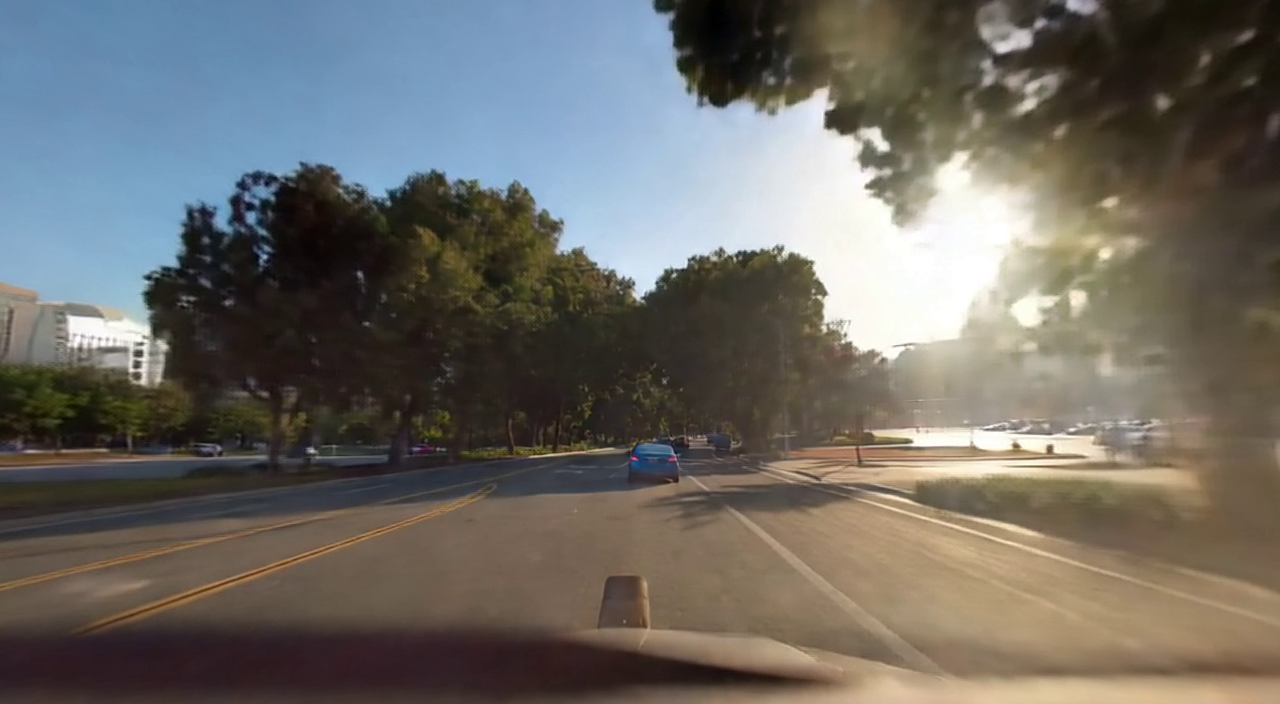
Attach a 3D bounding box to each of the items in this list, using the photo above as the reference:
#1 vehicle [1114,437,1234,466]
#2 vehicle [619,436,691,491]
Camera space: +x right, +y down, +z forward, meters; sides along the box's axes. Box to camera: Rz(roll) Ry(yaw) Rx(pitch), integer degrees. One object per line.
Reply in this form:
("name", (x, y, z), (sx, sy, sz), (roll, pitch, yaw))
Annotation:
("vehicle", (27.578, 5.167, 32.705), (4.305, 1.457, 1.885), (-1, -9, 8))
("vehicle", (0.433, 3.402, 19.531), (2.010, 1.535, 3.735), (0, -9, 1))
